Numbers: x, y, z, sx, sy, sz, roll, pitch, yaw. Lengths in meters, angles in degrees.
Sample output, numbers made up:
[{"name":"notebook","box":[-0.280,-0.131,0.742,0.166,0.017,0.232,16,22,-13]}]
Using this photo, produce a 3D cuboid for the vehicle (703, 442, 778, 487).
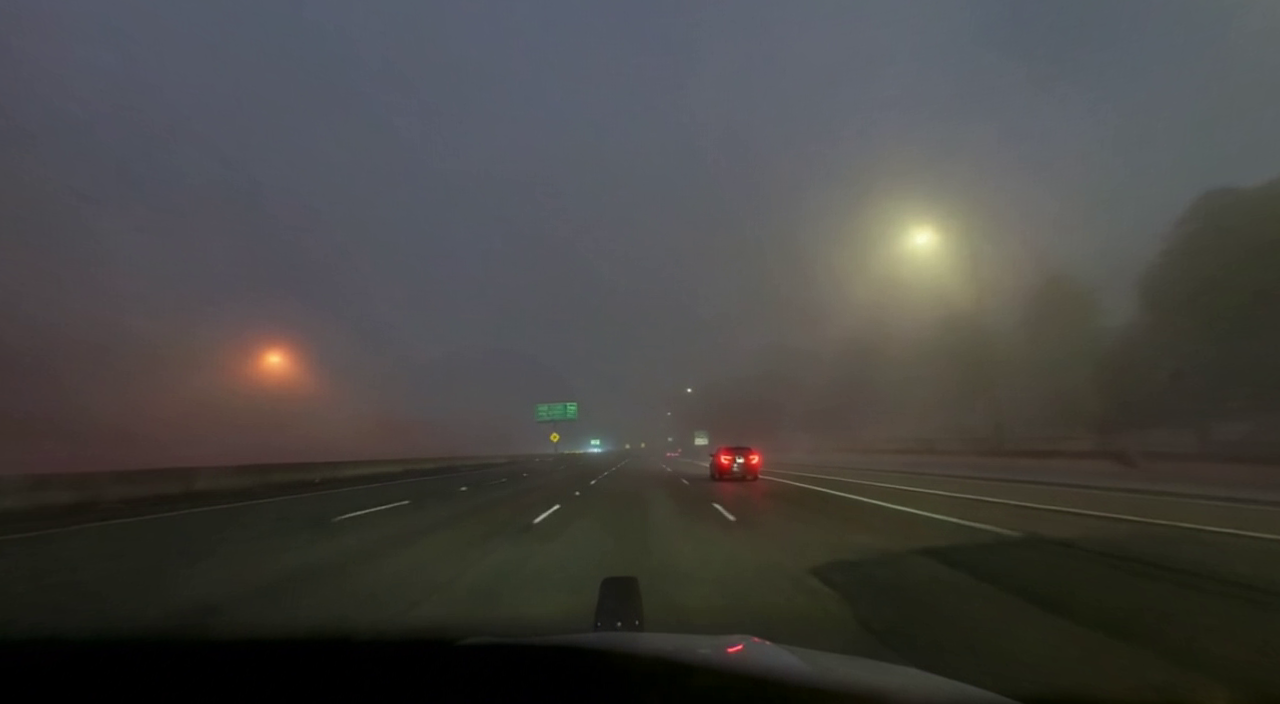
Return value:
[{"name":"vehicle","box":[3.596,4.128,23.481,2.033,1.501,4.398,0,-9,-1]}]
